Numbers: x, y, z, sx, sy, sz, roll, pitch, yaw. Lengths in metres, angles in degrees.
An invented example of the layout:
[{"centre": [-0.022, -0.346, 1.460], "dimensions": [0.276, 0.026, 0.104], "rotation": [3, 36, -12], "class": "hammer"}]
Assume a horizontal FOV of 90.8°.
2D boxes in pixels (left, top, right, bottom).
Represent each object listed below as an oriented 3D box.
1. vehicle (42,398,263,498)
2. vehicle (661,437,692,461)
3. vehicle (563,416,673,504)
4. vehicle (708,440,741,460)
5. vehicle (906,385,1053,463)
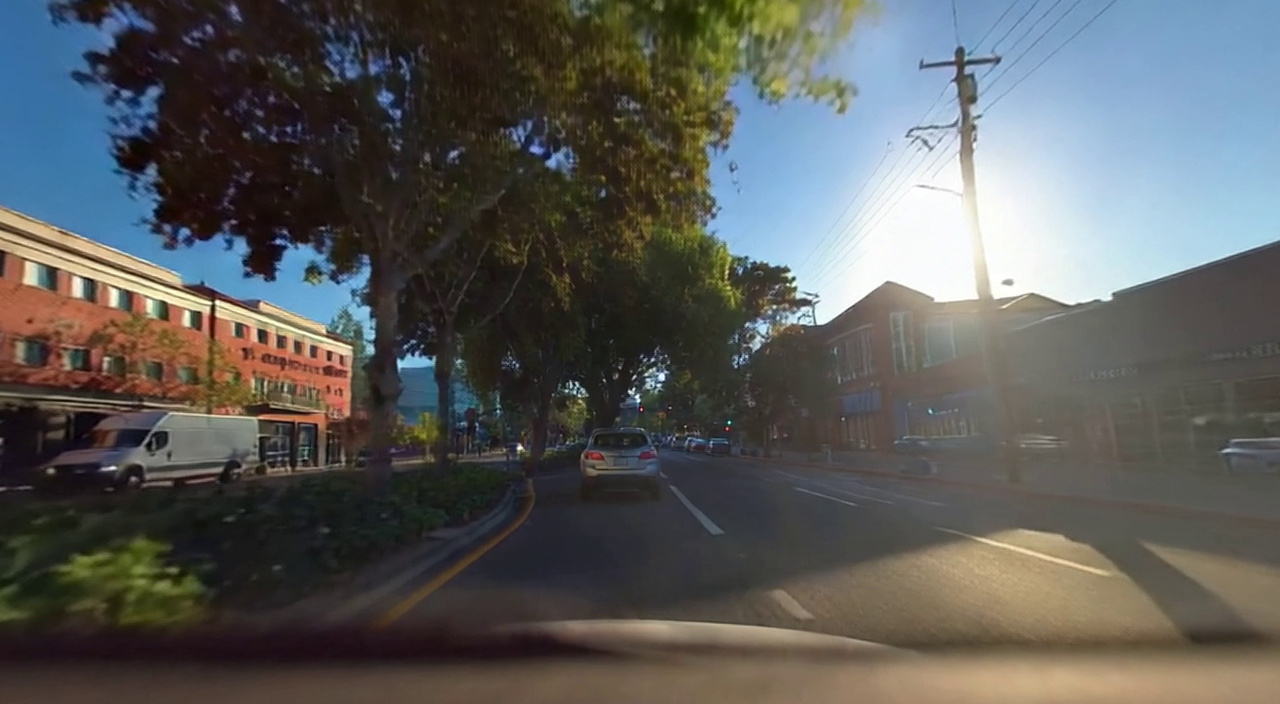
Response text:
[{"centre": [-19.131, 3.882, 25.723], "dimensions": [2.811, 3.399, 7.898], "rotation": [0, -9, -2], "class": "vehicle"}, {"centre": [2.560, 6.938, 45.215], "dimensions": [1.929, 1.590, 4.287], "rotation": [0, -9, -1], "class": "vehicle"}, {"centre": [-0.516, 2.551, 15.225], "dimensions": [2.277, 1.816, 4.192], "rotation": [0, -9, -2], "class": "vehicle"}, {"centre": [6.151, 7.216, 46.582], "dimensions": [1.777, 1.443, 3.942], "rotation": [0, -9, -2], "class": "vehicle"}, {"centre": [18.279, 4.119, 35.003], "dimensions": [3.269, 3.755, 8.862], "rotation": [0, -9, 1], "class": "vehicle"}]
